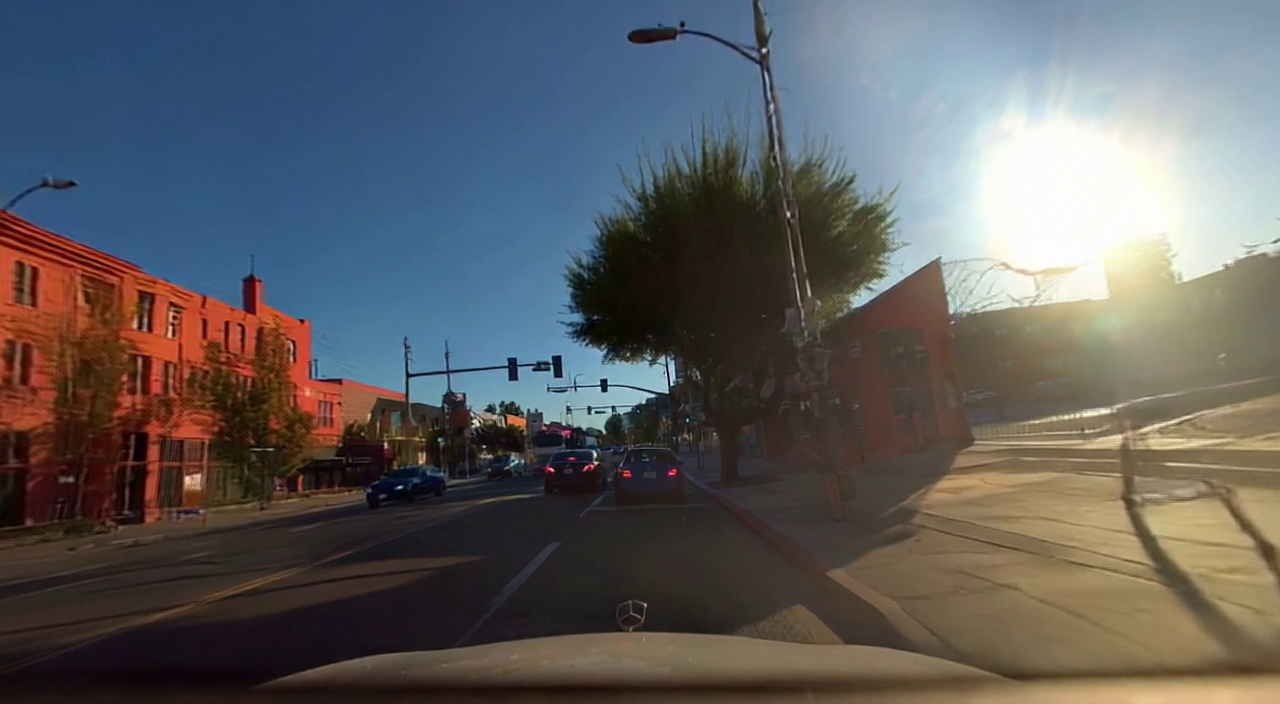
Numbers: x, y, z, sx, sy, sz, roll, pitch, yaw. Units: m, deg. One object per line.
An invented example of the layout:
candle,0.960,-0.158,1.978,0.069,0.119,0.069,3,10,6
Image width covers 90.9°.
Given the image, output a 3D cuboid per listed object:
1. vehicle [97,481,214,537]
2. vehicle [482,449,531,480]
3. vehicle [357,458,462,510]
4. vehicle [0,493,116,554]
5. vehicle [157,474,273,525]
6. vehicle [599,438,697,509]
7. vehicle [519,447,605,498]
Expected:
vehicle,-17.372,5.512,22.527,4.584,1.504,2.124,-7,-10,38
vehicle,-8.580,7.275,40.963,2.067,1.820,4.509,-1,-8,2
vehicle,-8.488,4.882,23.705,2.118,1.473,4.642,-5,-9,1
vehicle,-17.913,4.788,17.646,4.500,1.429,1.911,2,-9,-12
vehicle,-17.023,5.894,25.258,4.266,1.486,1.907,-13,-15,25
vehicle,0.191,2.898,15.515,2.094,1.478,3.922,0,-8,1
vehicle,-2.372,3.808,20.444,2.099,1.424,4.843,0,-8,1
